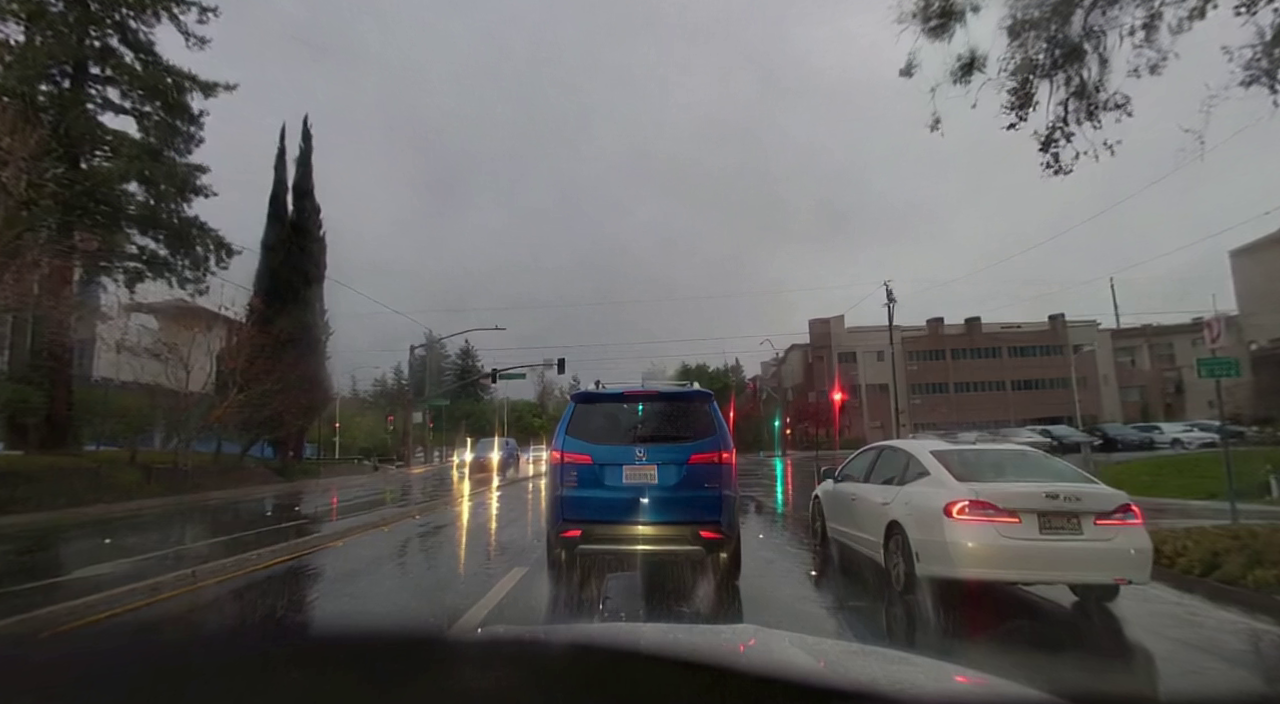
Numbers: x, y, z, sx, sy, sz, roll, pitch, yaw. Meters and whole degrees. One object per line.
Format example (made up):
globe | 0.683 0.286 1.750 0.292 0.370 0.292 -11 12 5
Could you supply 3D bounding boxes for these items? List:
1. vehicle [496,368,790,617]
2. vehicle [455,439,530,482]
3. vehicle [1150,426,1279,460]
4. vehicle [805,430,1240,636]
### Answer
vehicle | -0.035 1.403 7.098 2.296 1.947 4.168 0 -8 -2
vehicle | -6.450 4.780 28.034 2.153 1.728 4.753 0 -8 0
vehicle | 25.954 4.079 28.184 4.420 1.469 1.807 0 -8 1
vehicle | 3.382 1.649 6.847 1.900 1.478 4.425 0 -8 -1
